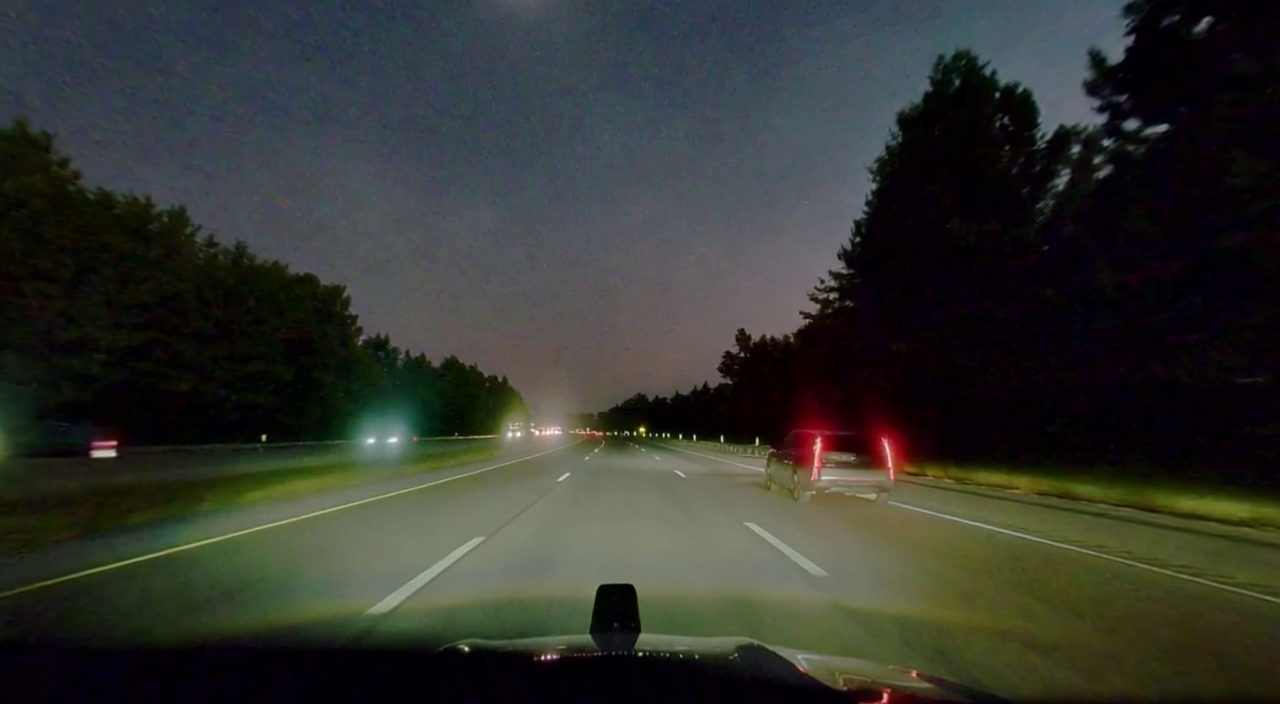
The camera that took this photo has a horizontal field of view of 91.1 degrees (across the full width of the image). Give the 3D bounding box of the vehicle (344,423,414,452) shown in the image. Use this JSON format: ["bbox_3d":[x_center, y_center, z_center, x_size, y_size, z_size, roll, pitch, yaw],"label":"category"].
[{"bbox_3d":[-14.287,4.733,34.695,2.055,1.481,4.316,0,-8,-1],"label":"vehicle"}]
